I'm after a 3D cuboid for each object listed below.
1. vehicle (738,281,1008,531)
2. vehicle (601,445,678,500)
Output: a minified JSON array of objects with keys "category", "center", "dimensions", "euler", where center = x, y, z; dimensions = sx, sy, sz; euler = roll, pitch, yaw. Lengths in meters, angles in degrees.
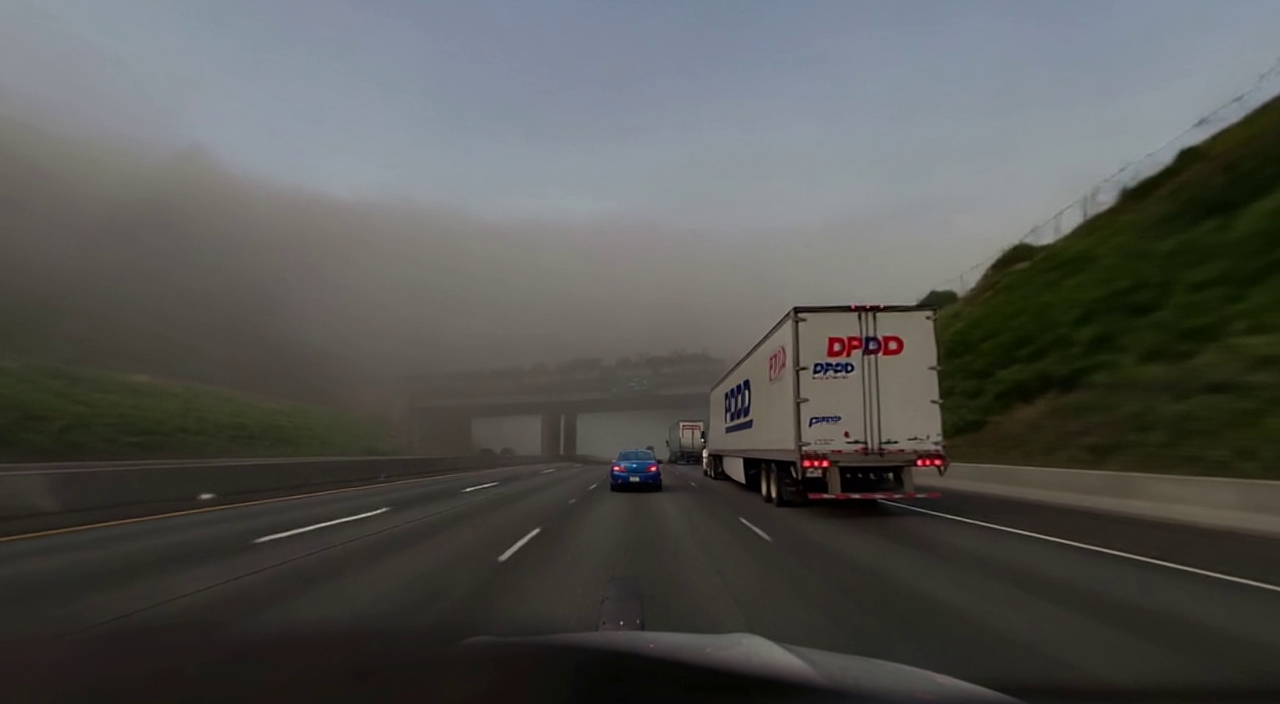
[{"category":"vehicle","center":[4.262,1.442,14.103],"dimensions":[2.802,3.956,8.291],"euler":[0,-9,0]},{"category":"vehicle","center":[-0.032,3.477,18.584],"dimensions":[2.029,1.437,3.794],"euler":[0,-9,0]}]
